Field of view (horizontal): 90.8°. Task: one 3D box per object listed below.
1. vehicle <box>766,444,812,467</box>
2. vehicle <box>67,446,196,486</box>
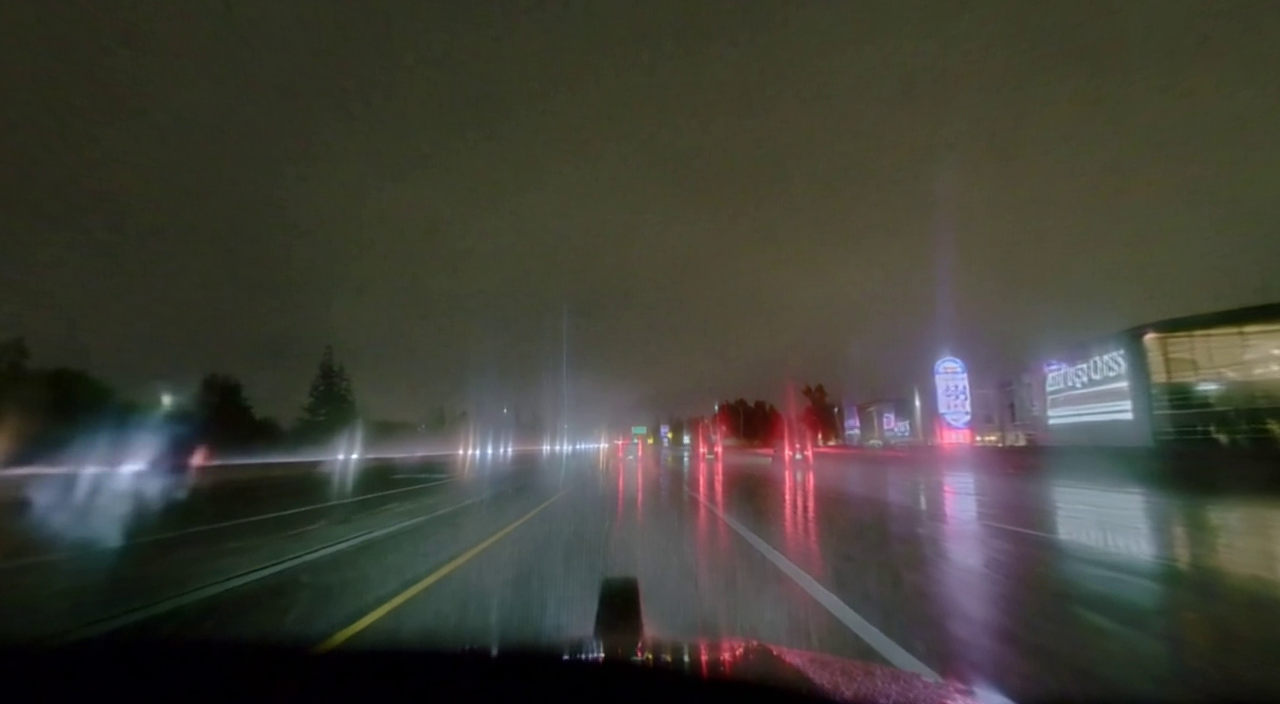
[{"bbox_3d":[10.211,7.117,43.607,1.953,1.473,4.512,0,-8,-1],"label":"vehicle"},{"bbox_3d":[-22.937,5.120,28.797,2.035,1.568,4.785,1,-8,-3],"label":"vehicle"}]
